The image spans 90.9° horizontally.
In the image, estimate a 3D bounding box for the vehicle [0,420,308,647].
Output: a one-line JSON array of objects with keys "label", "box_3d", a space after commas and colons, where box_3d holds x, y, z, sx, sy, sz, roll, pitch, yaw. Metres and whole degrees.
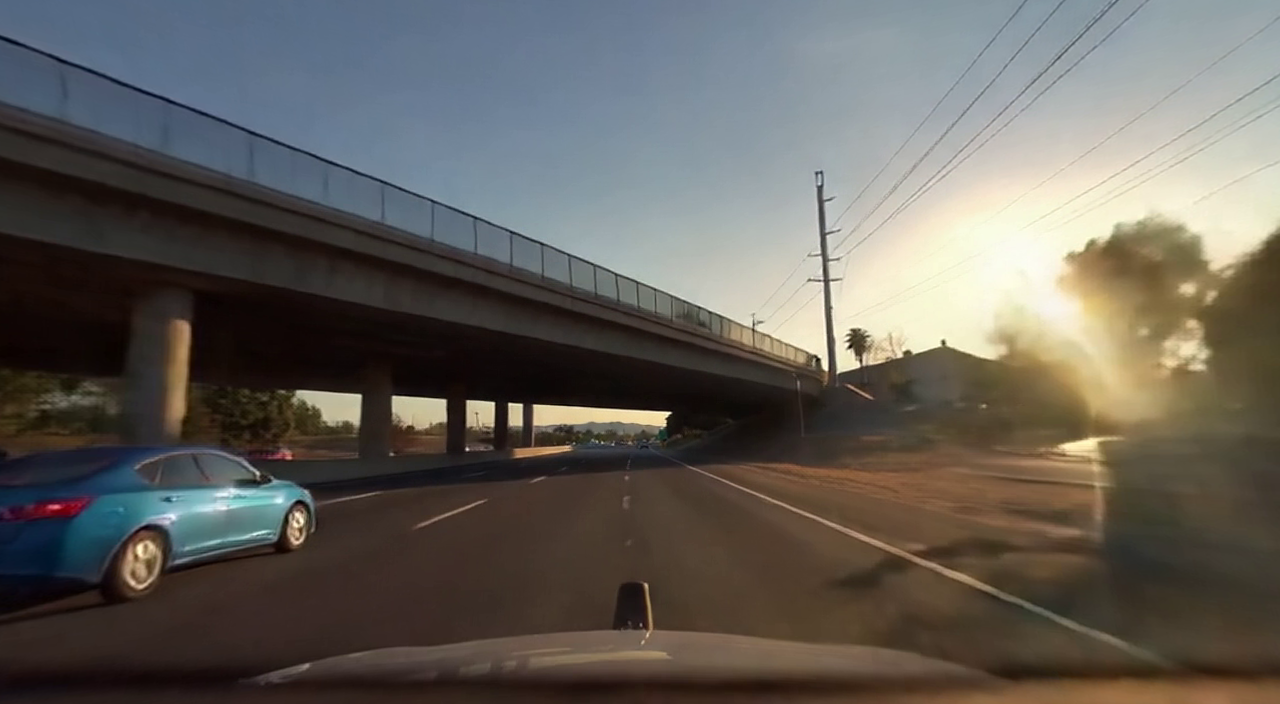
[{"label": "vehicle", "box_3d": [-5.482, 1.500, 6.065, 2.105, 1.551, 4.602, 0, -8, -1]}]
